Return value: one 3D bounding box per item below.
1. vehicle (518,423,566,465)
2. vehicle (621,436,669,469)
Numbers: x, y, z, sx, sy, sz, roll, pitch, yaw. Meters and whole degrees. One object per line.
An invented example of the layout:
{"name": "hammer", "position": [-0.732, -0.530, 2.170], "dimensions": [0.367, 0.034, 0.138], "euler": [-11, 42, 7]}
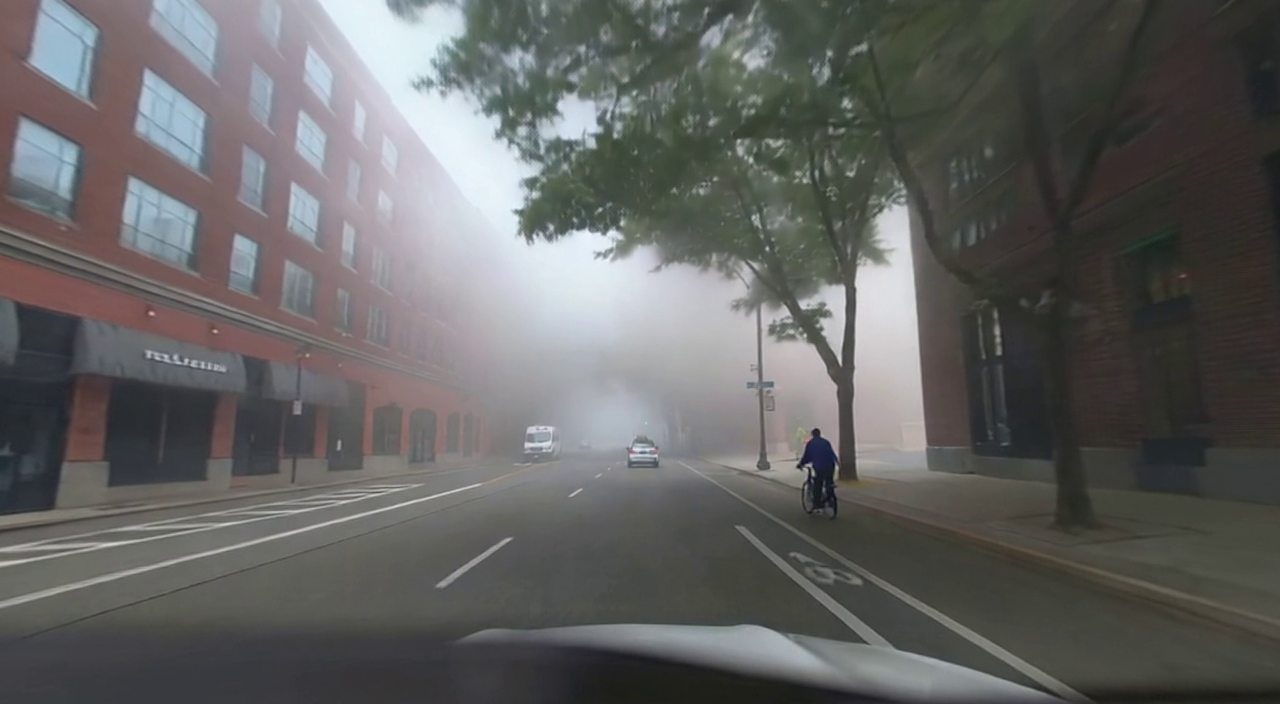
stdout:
{"name": "vehicle", "position": [-6.599, 6.245, 43.059], "dimensions": [2.418, 2.620, 5.522], "euler": [-1, -8, 0]}
{"name": "vehicle", "position": [0.300, 5.220, 32.935], "dimensions": [2.356, 1.572, 4.810], "euler": [0, -8, 1]}
